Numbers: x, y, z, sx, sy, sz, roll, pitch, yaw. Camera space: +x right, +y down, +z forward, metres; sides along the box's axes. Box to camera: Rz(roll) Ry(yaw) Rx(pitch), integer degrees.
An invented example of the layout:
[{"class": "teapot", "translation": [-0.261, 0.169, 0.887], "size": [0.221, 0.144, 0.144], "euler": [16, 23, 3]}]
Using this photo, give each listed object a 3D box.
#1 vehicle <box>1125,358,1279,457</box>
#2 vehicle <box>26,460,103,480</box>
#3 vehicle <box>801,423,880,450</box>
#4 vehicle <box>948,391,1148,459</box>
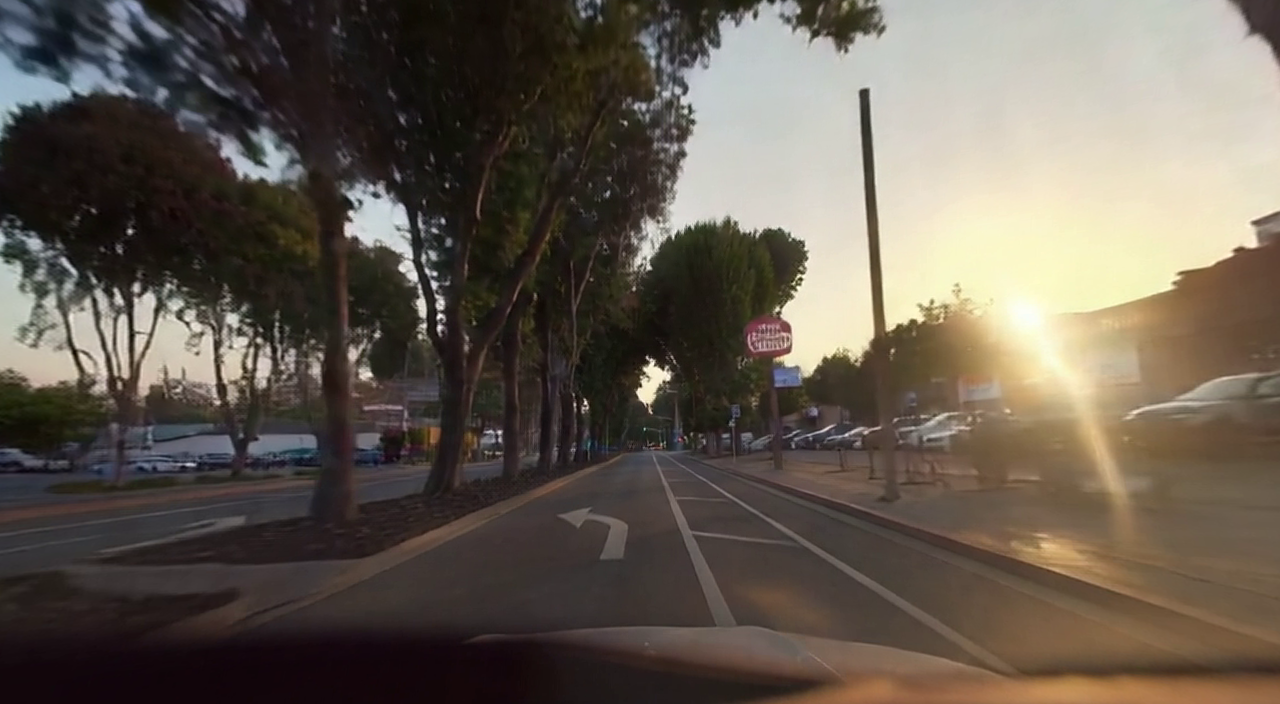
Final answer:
[{"class": "vehicle", "translation": [12.786, 1.141, 12.361], "size": [4.719, 1.763, 2.128], "euler": [0, -8, -1]}, {"class": "vehicle", "translation": [-44.352, 9.078, 48.626], "size": [4.162, 1.448, 1.900], "euler": [0, -8, 2]}, {"class": "vehicle", "translation": [13.160, 5.603, 41.648], "size": [4.469, 1.709, 2.098], "euler": [0, -8, 0]}, {"class": "vehicle", "translation": [12.853, 2.336, 20.163], "size": [4.713, 1.767, 2.268], "euler": [-4, -7, 2]}]
